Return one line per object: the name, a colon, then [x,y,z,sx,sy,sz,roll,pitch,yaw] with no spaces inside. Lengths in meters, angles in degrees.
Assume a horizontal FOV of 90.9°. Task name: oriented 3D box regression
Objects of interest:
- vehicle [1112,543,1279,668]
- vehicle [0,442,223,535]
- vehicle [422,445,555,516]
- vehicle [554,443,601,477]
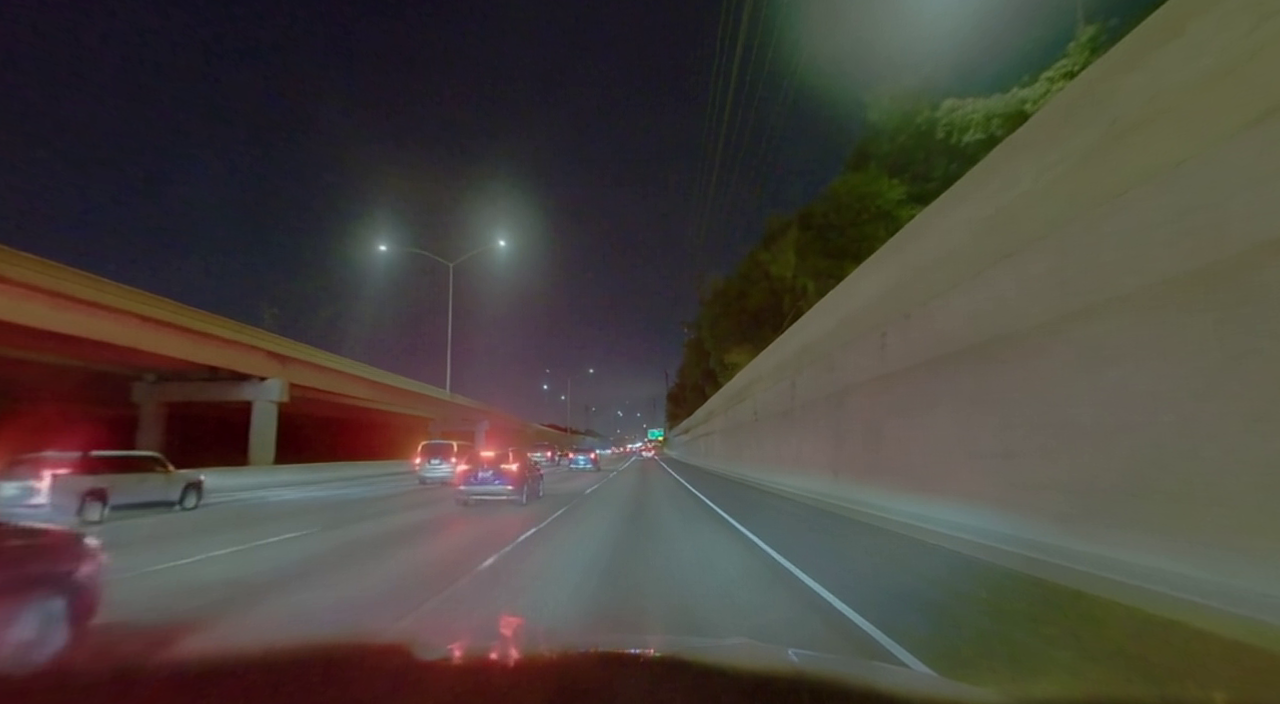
vehicle: [12.231,5.079,13.121,1.853,1.586,3.727,0,-8,-1]
vehicle: [-11.156,2.588,12.773,1.978,1.498,4.940,0,-8,1]
vehicle: [-3.438,2.993,15.292,2.056,1.449,4.330,0,-8,1]
vehicle: [-3.372,5.944,35.071,2.052,1.731,4.372,0,-8,2]
